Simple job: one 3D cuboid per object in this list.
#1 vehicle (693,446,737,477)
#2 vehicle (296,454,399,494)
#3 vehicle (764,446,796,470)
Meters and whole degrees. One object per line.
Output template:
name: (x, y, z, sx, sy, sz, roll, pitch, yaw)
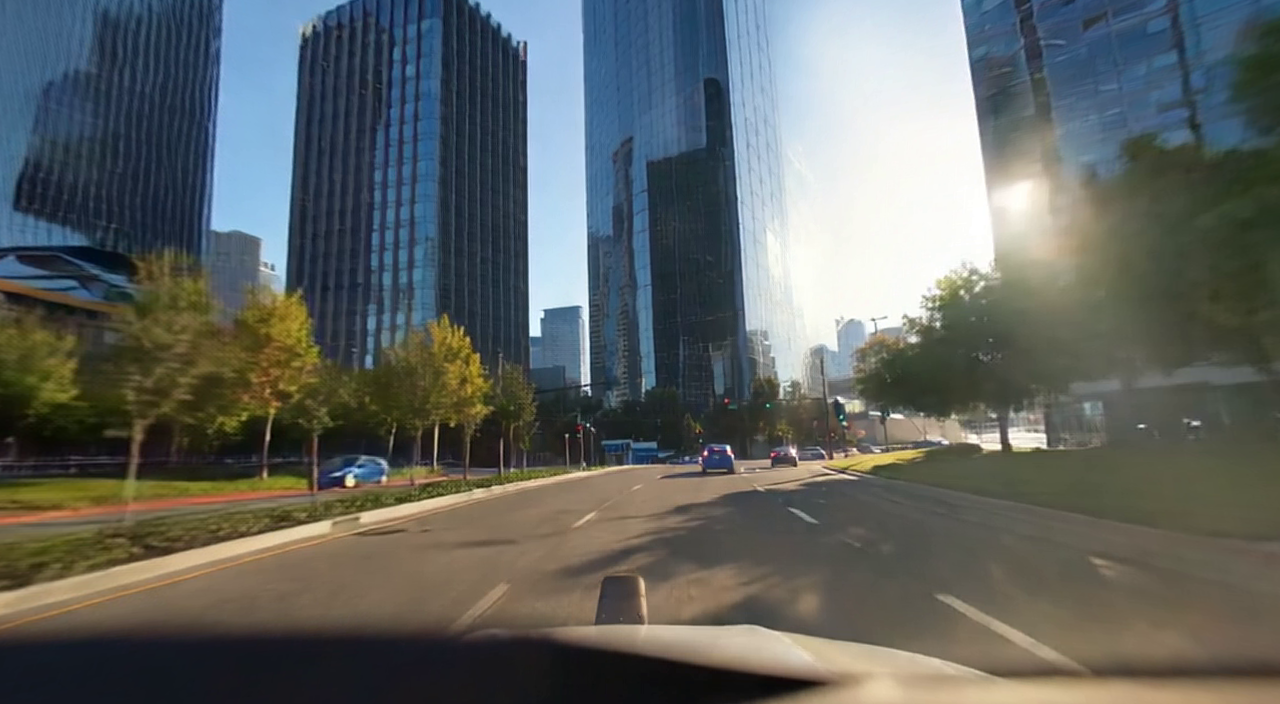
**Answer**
vehicle: (4.060, 5.799, 33.553, 2.127, 1.497, 4.020, -2, -9, 9)
vehicle: (-13.234, 5.528, 28.892, 1.926, 1.619, 4.649, -2, -9, 9)
vehicle: (9.127, 6.968, 41.367, 1.916, 1.492, 3.911, -2, -9, 11)
